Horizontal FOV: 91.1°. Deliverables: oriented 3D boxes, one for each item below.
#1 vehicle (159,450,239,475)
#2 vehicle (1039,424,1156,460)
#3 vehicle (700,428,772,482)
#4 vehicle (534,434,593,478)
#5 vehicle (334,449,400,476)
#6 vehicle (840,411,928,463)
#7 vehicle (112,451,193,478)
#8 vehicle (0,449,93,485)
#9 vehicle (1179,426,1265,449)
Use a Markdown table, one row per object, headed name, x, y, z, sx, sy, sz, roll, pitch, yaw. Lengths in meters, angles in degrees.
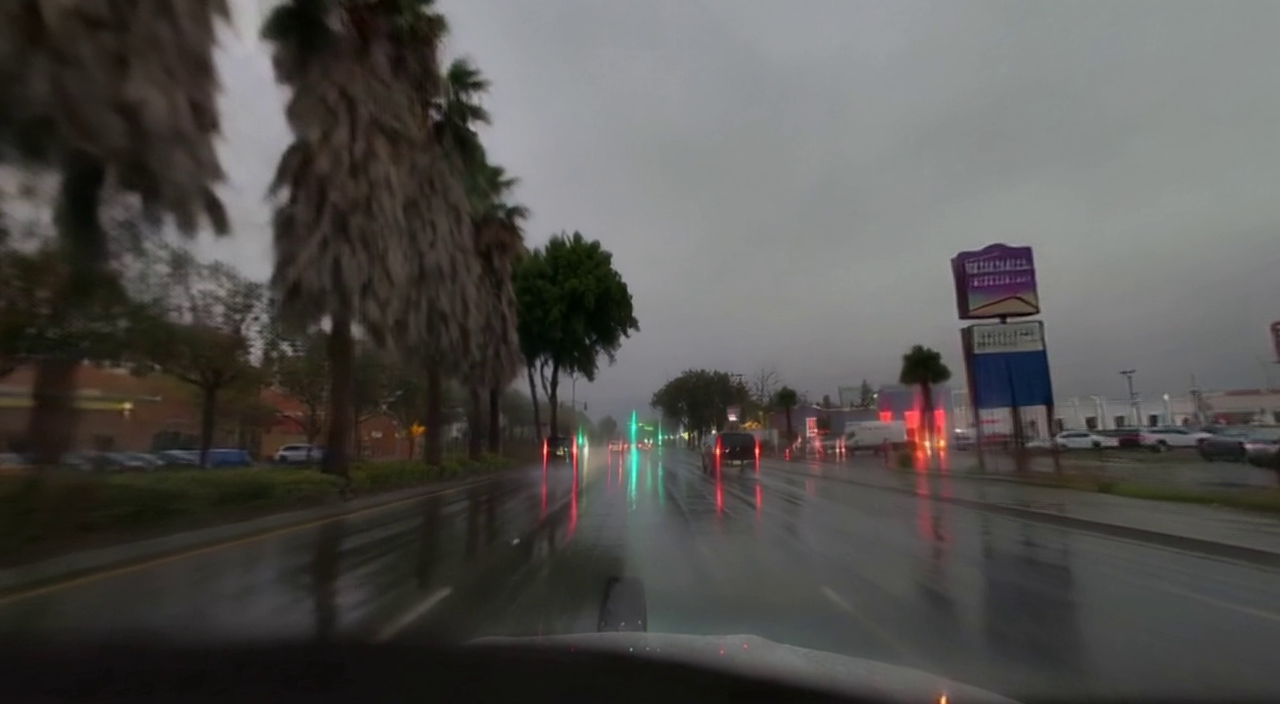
| name | x | y | z | sx | sy | sz | roll | pitch | yaw |
| --- | --- | --- | --- | --- | --- | --- | --- | --- | --- |
| vehicle | -32.810 | 8.195 | 46.897 | 2.067 | 1.643 | 4.998 | -1 | -8 | 4 |
| vehicle | 29.282 | 5.798 | 40.332 | 5.686 | 2.220 | 2.112 | 0 | -9 | 3 |
| vehicle | 3.630 | 4.007 | 24.650 | 2.024 | 1.921 | 4.431 | 0 | -8 | -1 |
| vehicle | -3.263 | 4.523 | 27.627 | 2.014 | 1.775 | 4.404 | 0 | -8 | 1 |
| vehicle | -15.573 | 6.308 | 36.018 | 1.790 | 1.430 | 4.298 | 0 | -8 | 1 |
| vehicle | 16.261 | 5.855 | 42.488 | 2.919 | 3.125 | 7.218 | 2 | -10 | -1 |
| vehicle | -35.957 | 8.275 | 46.482 | 2.037 | 1.759 | 4.920 | 0 | -8 | 0 |
| vehicle | -33.544 | 6.249 | 34.403 | 2.099 | 1.792 | 5.422 | 0 | -8 | 1 |
| vehicle | 38.915 | 5.726 | 42.066 | 3.796 | 1.381 | 1.757 | -3 | -9 | 5 |
